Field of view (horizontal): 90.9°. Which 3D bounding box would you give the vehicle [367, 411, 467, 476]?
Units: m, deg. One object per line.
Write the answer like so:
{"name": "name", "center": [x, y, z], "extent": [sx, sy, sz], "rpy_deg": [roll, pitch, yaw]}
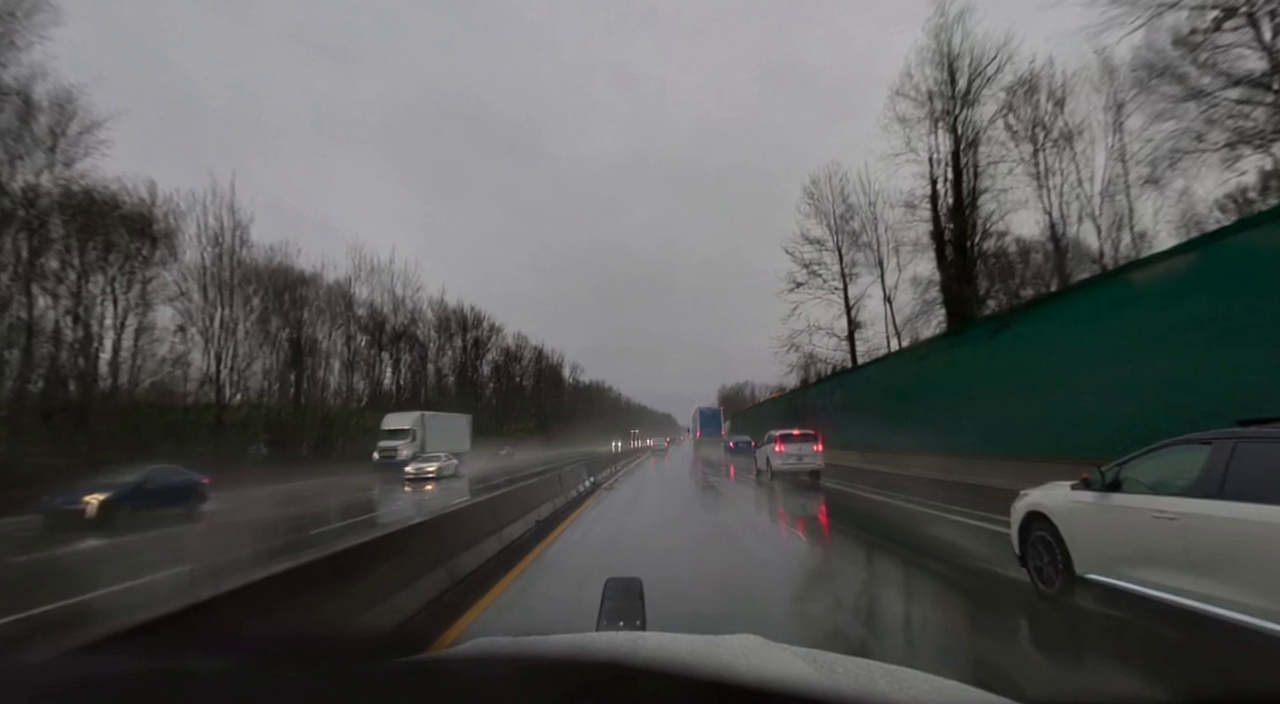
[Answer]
{"name": "vehicle", "center": [-14.140, 5.943, 41.033], "extent": [2.992, 3.720, 9.676], "rpy_deg": [0, -8, -1]}

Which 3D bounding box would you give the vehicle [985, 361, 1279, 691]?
{"name": "vehicle", "center": [4.347, 0.966, 3.706], "extent": [2.110, 1.684, 4.390], "rpy_deg": [0, -8, 0]}

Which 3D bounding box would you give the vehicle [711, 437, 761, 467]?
{"name": "vehicle", "center": [5.017, 5.281, 33.565], "extent": [2.000, 1.473, 4.440], "rpy_deg": [0, -8, 0]}

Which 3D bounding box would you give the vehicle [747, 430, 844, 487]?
{"name": "vehicle", "center": [4.624, 3.217, 19.361], "extent": [1.940, 1.539, 4.005], "rpy_deg": [0, -8, 0]}

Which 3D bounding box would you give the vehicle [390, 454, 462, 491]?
{"name": "vehicle", "center": [-9.577, 5.421, 28.569], "extent": [1.804, 1.447, 4.181], "rpy_deg": [0, -8, -1]}

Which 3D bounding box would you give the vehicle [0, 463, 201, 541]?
{"name": "vehicle", "center": [-13.261, 3.604, 15.661], "extent": [1.884, 1.506, 3.990], "rpy_deg": [1, -8, -2]}
